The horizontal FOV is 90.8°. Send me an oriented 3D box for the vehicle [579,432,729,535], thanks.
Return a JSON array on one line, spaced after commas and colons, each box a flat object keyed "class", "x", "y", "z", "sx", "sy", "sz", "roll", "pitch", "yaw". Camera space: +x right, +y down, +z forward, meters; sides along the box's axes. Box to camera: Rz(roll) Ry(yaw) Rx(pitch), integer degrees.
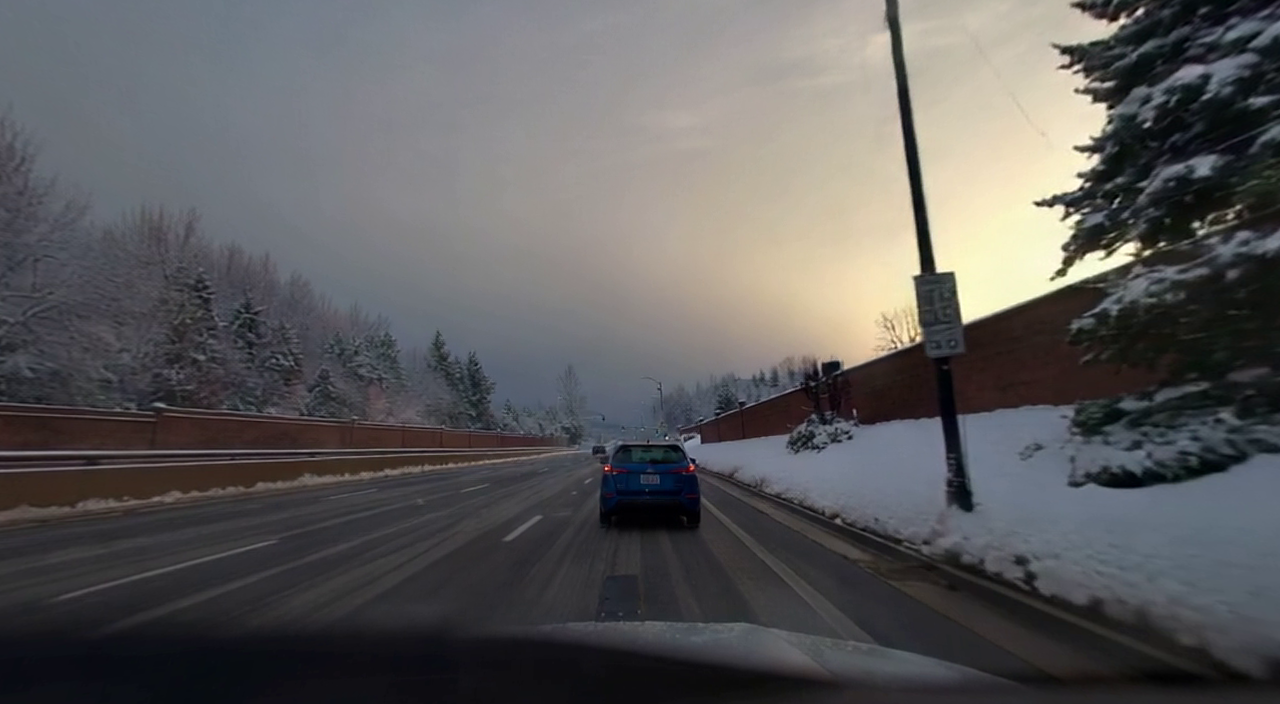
[{"class": "vehicle", "x": 0.175, "y": 2.259, "z": 11.524, "sx": 2.205, "sy": 1.509, "sz": 4.272, "roll": 0, "pitch": -8, "yaw": -1}]
